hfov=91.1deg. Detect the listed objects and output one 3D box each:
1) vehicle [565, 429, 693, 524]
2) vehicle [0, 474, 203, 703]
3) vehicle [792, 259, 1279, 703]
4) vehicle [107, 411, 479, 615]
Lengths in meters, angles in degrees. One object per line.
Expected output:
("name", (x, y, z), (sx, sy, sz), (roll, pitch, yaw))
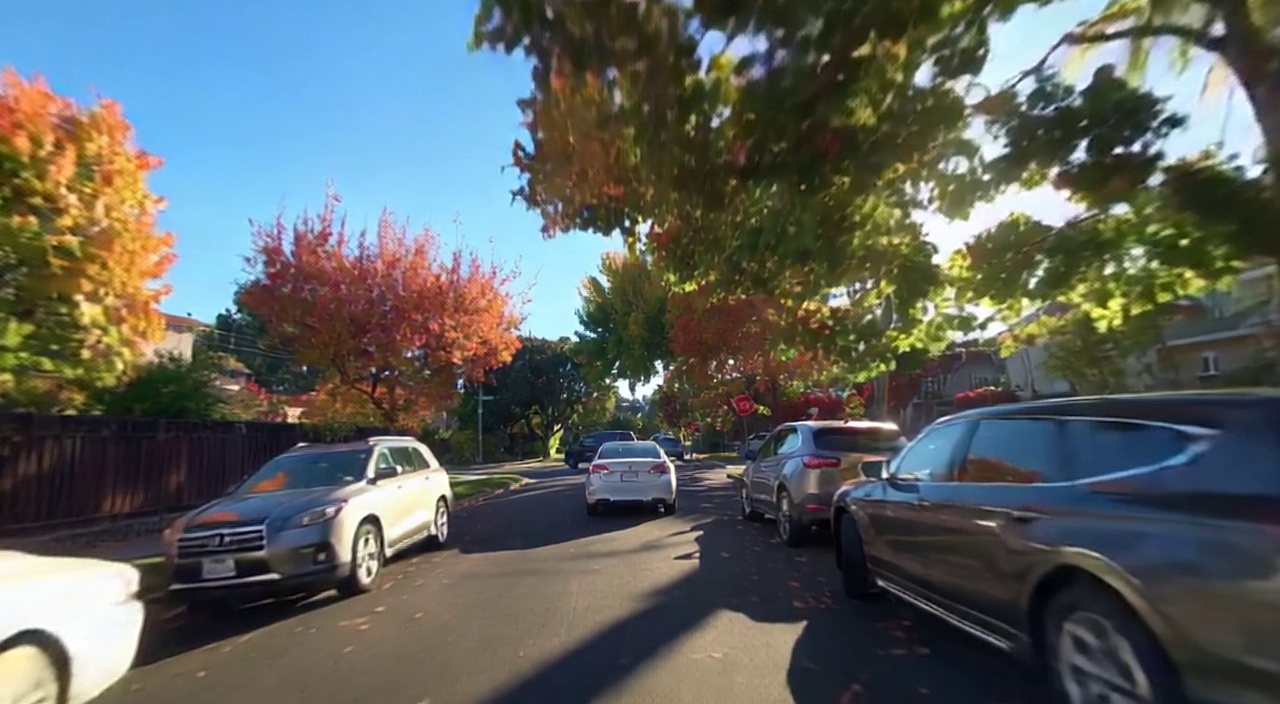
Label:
("vehicle", (-0.178, 2.268, 12.024), (2.010, 1.499, 4.107), (0, -8, 0))
("vehicle", (-3.377, 1.082, 1.649), (1.728, 1.305, 3.805), (0, -8, 0))
("vehicle", (2.512, 0.936, 3.542), (2.136, 1.650, 4.837), (0, -8, 1))
("vehicle", (-3.386, 1.617, 7.279), (1.965, 1.657, 4.104), (0, -8, 0))
